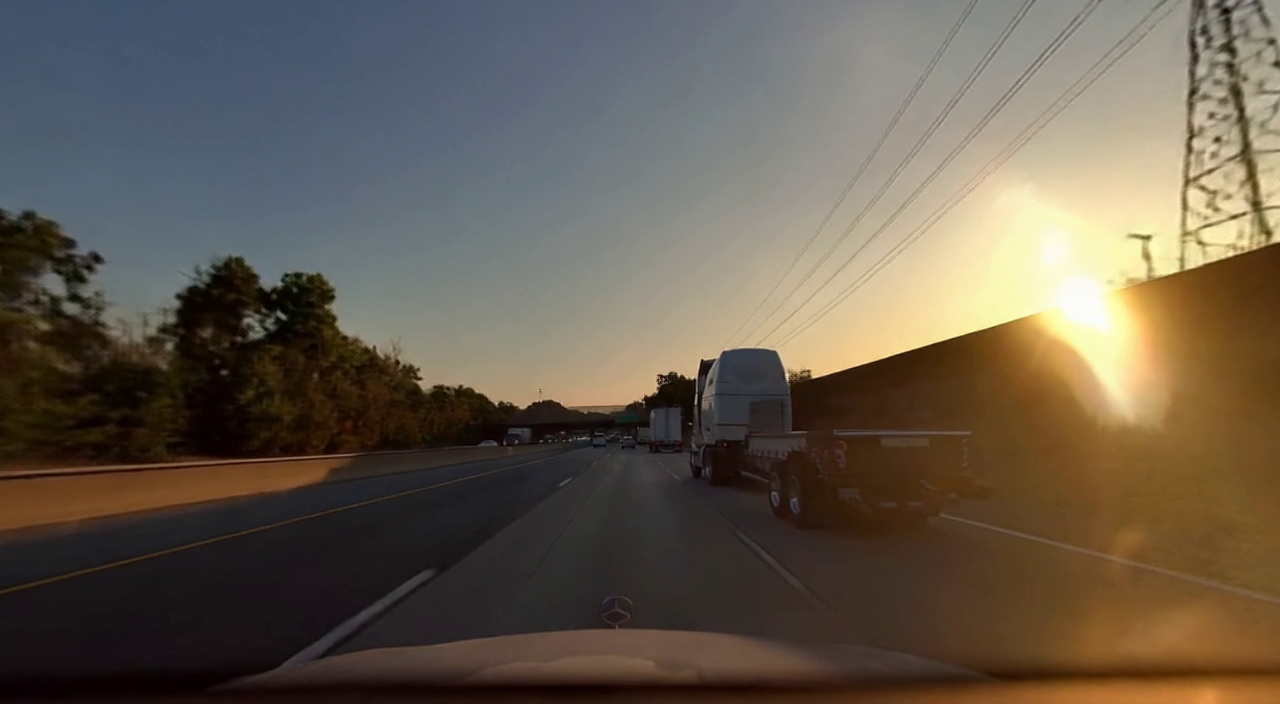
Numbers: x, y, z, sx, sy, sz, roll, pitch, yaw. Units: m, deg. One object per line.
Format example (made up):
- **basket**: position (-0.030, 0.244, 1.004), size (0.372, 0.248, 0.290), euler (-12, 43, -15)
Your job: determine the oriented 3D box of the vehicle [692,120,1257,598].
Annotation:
- **vehicle**: position (3.347, 0.910, 12.394), size (2.905, 4.080, 14.157), euler (0, -8, -2)
